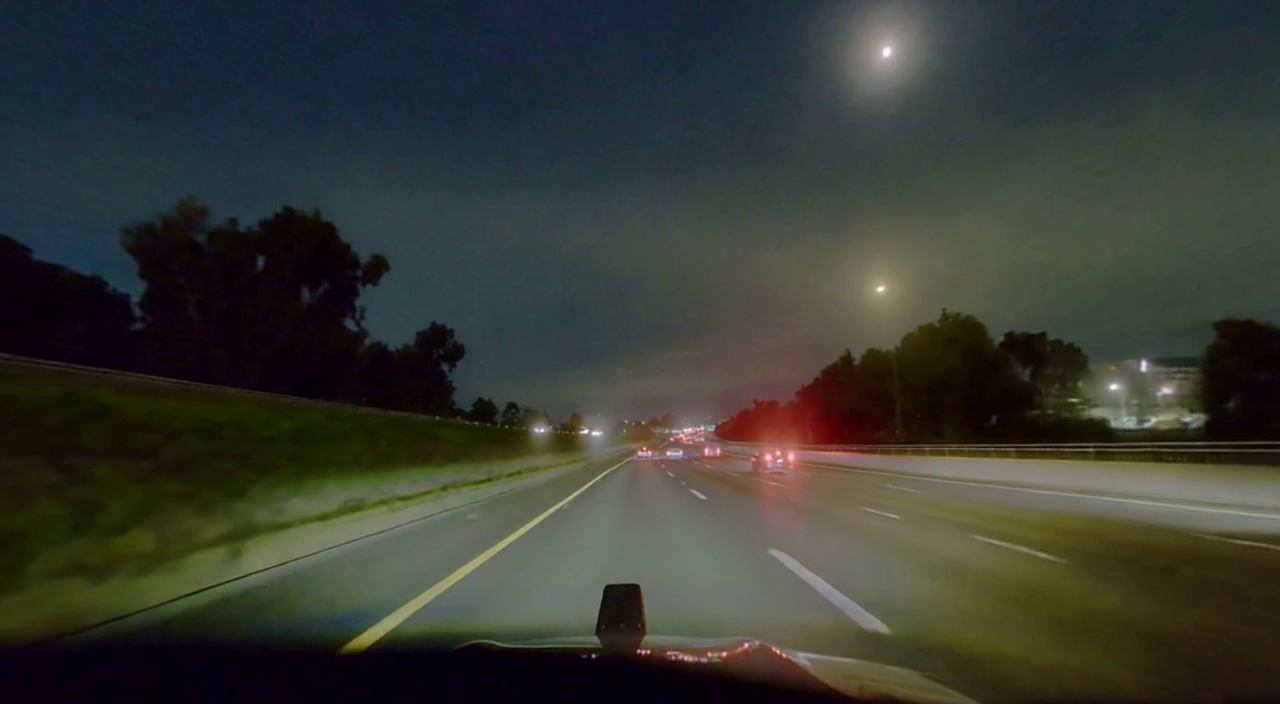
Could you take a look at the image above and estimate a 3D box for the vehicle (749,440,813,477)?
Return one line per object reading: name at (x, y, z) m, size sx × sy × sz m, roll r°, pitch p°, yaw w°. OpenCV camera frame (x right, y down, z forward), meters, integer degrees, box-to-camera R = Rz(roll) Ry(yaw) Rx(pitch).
vehicle at (6.938, 5.276, 31.444) m, size 2.048 × 1.697 × 4.689 m, roll 0°, pitch -9°, yaw -1°
